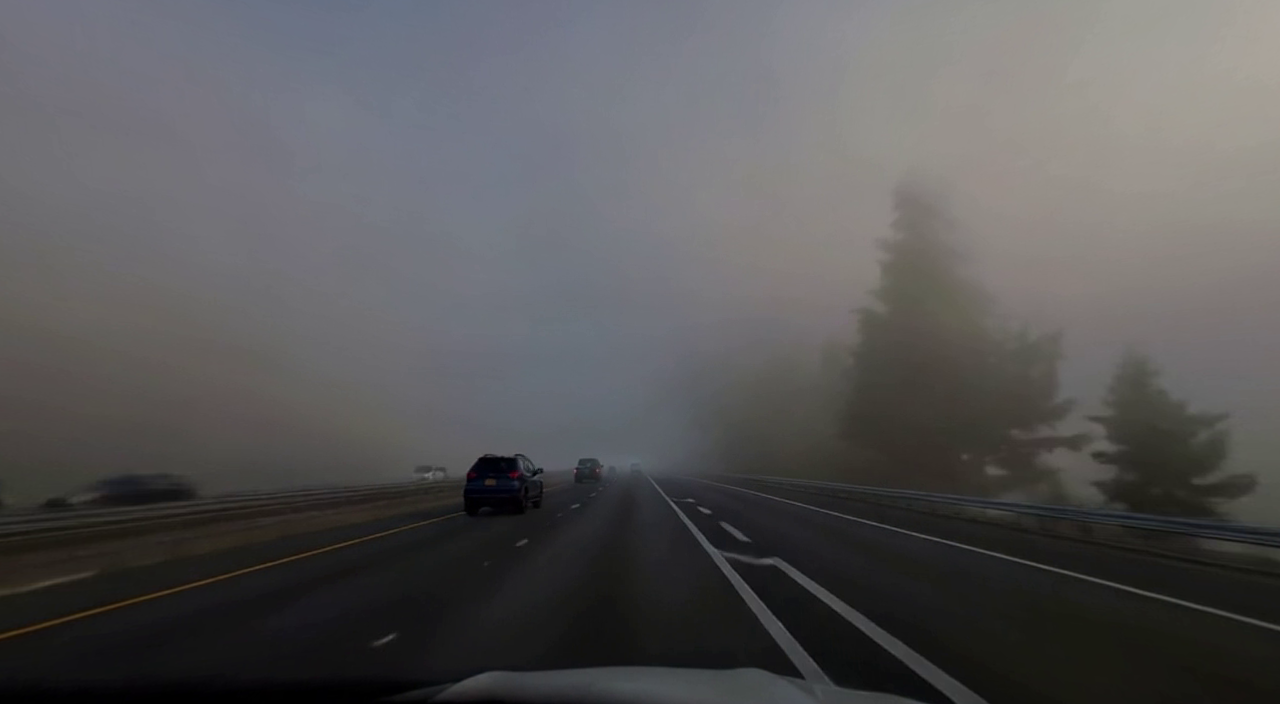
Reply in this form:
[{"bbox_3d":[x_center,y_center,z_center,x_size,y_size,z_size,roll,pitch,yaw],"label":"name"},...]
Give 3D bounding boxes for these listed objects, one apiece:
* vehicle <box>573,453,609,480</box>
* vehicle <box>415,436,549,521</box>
[{"bbox_3d":[-3.697,8.841,48.642,2.390,1.879,4.423,1,-10,0],"label":"vehicle"},{"bbox_3d":[-3.933,3.310,16.768,2.272,1.873,4.832,1,-10,0],"label":"vehicle"}]
